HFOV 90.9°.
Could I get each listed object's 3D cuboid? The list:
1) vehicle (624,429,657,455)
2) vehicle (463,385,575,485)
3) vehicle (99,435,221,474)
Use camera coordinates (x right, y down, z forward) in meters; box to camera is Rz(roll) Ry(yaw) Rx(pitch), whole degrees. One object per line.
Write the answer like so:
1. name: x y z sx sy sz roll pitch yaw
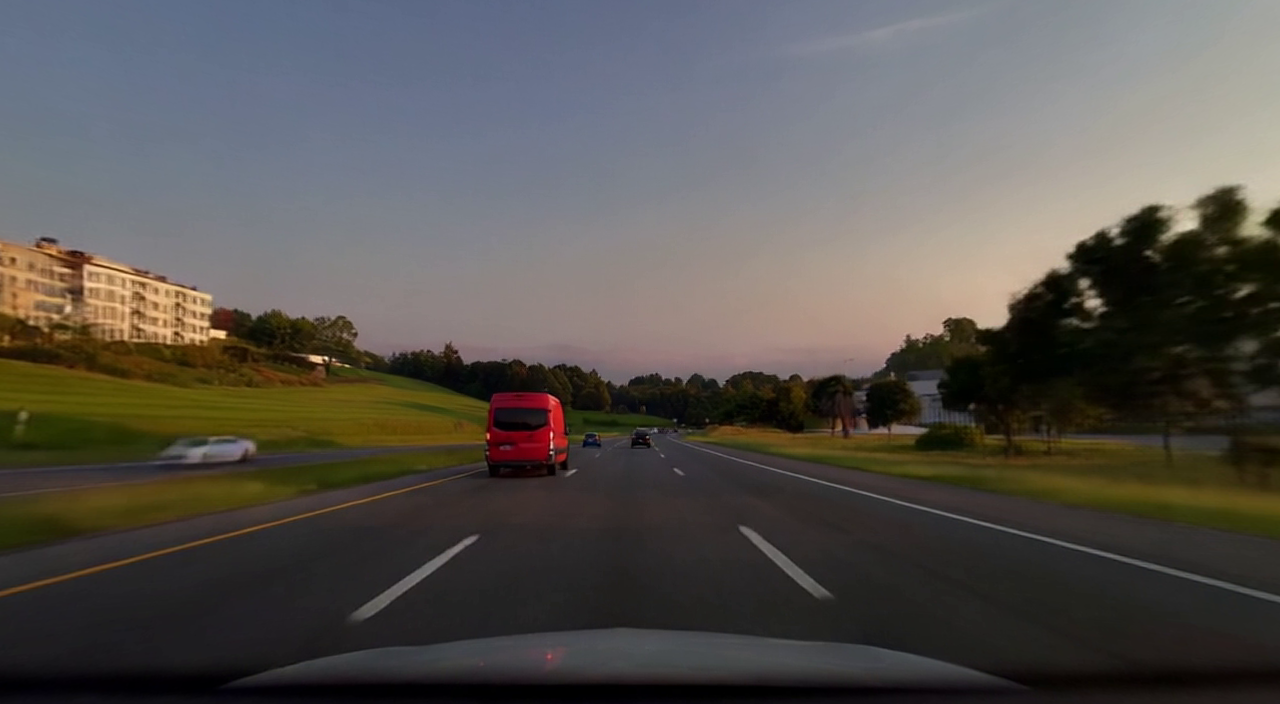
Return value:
1. vehicle: 0.007 6.157 43.075 2.104 1.646 4.176 0 -8 -1
2. vehicle: -3.448 2.559 19.406 2.424 2.577 5.828 0 -8 -1
3. vehicle: -20.826 4.445 27.626 1.924 1.562 4.340 0 -8 0
